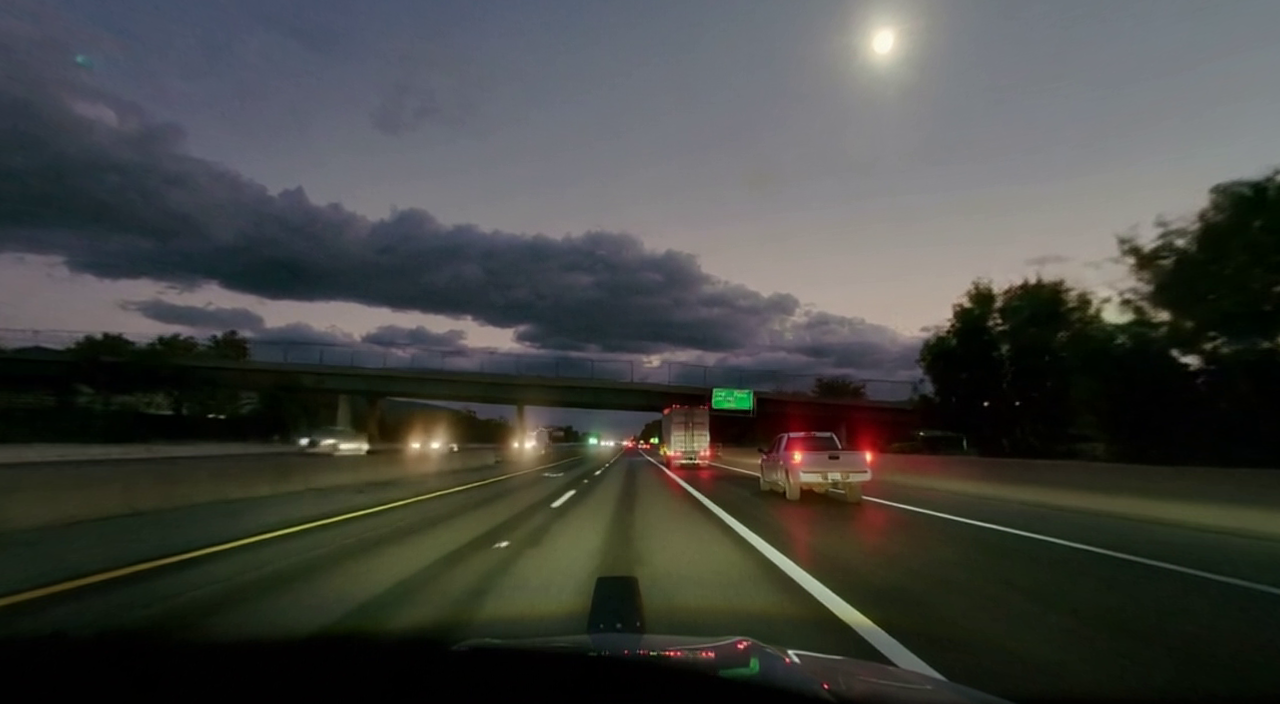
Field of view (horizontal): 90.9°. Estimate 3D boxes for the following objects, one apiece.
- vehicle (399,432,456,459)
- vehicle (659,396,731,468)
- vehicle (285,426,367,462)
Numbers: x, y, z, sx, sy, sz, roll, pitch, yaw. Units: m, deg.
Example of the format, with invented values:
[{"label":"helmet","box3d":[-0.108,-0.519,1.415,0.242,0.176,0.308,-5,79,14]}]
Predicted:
[{"label":"vehicle","box3d":[-12.703,5.652,37.943,1.887,1.488,4.397,0,-9,-1]},{"label":"vehicle","box3d":[3.485,5.847,44.658,3.323,4.262,14.056,1,-9,-2]},{"label":"vehicle","box3d":[-16.133,4.789,32.655,1.983,1.699,4.341,0,-9,0]}]
